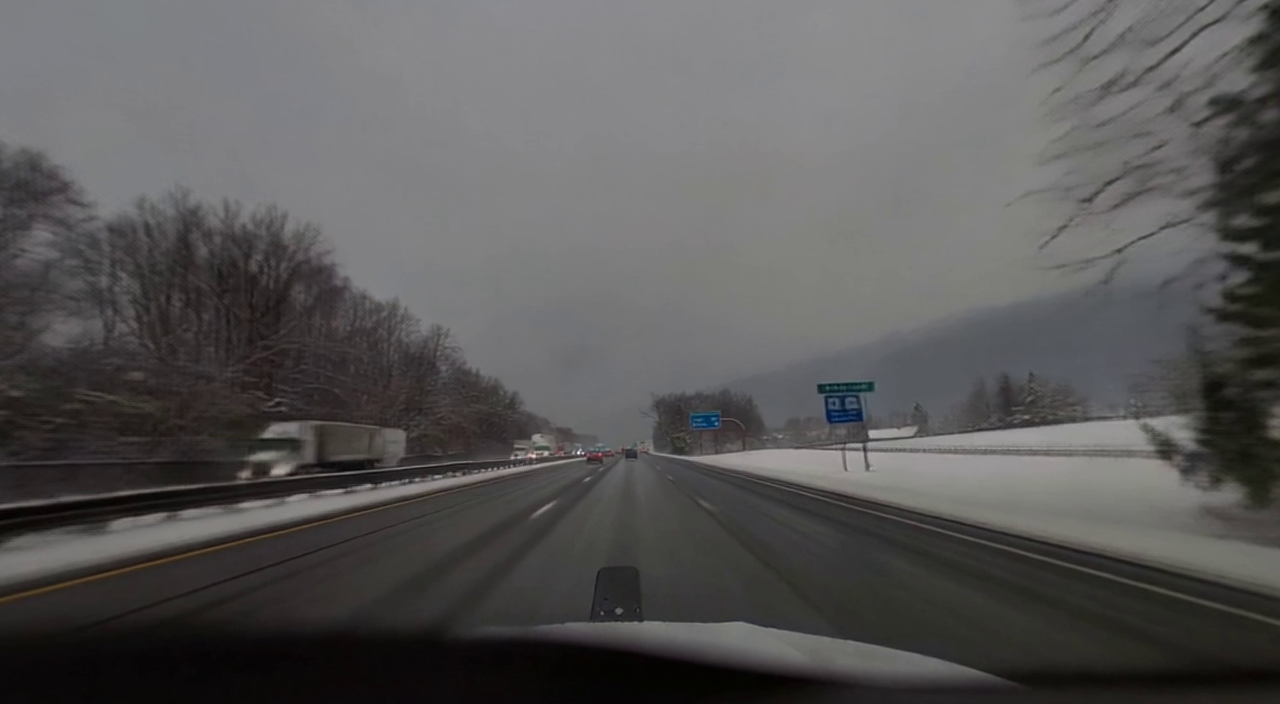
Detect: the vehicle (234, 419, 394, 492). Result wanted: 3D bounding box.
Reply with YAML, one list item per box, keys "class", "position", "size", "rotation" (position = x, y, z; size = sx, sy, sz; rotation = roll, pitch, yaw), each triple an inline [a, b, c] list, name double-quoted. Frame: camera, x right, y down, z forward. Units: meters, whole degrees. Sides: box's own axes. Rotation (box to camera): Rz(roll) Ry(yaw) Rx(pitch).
- class: "vehicle"
  position: [-18.431, 6.021, 36.935]
  size: [2.990, 3.526, 11.989]
  rotation: [0, -9, 0]
